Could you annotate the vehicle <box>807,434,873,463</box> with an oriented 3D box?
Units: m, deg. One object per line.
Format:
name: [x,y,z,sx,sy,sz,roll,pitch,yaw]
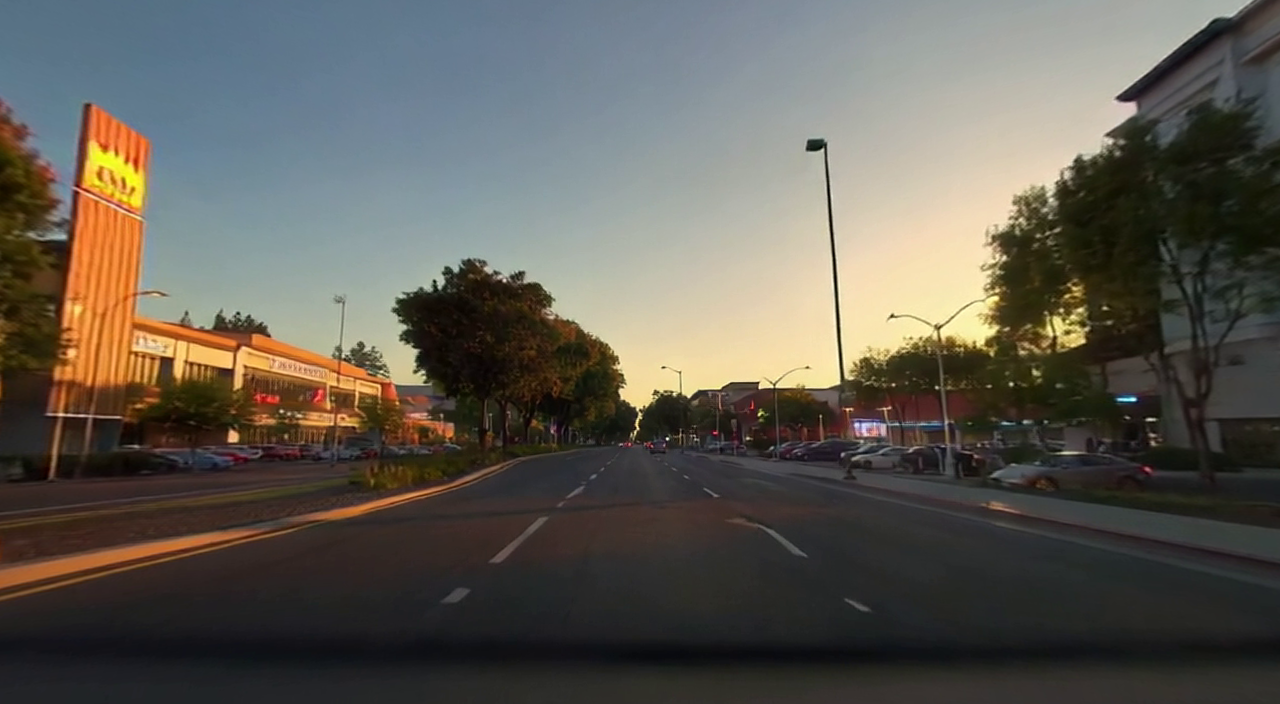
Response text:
vehicle: [14.833,7.260,47.303,2.189,1.951,5.828,0,-9,-10]

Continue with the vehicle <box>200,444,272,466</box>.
vehicle: [-30.497,7.792,47.737,4.104,1.576,1.852,0,-8,2]

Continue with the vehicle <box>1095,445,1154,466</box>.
vehicle: [36.382,7.738,47.575,1.609,1.450,3.642,1,-8,1]

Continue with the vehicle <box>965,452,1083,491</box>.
vehicle: [16.892,5.249,27.928,3.889,1.590,1.950,0,-9,0]

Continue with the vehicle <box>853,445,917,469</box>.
vehicle: [15.743,6.759,40.900,1.936,1.464,4.867,1,-9,-5]

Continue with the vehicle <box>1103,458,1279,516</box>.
vehicle: [17.156,3.999,18.919,4.711,1.494,2.224,-2,-9,3]

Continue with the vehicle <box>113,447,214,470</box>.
vehicle: [-30.521,6.807,40.517,4.880,1.464,1.953,0,-8,1]

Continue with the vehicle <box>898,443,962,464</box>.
vehicle: [21.856,7.667,47.803,1.908,1.469,4.354,3,-9,-18]

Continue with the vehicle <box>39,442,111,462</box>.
vehicle: [-43.031,7.614,48.159,3.754,1.427,1.821,0,-8,1]
